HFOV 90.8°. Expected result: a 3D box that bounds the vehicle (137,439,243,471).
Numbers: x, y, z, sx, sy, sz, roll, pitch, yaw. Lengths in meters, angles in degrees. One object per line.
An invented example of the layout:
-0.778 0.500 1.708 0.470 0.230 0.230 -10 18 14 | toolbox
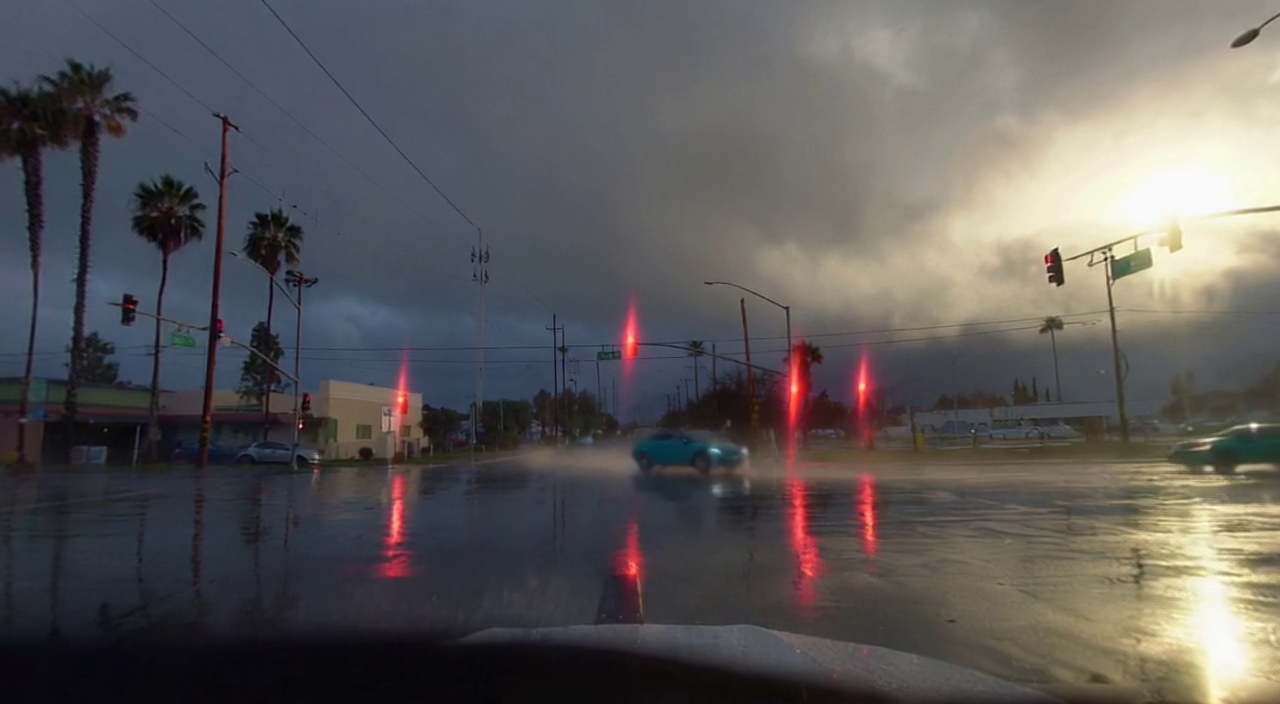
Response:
-25.889 5.931 36.469 4.613 1.820 2.021 -1 -9 3 | vehicle

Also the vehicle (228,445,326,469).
-22.276 6.433 38.857 4.849 1.444 1.881 0 -8 1 | vehicle

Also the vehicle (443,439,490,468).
-11.936 6.998 43.749 2.016 1.717 4.287 -1 -6 1 | vehicle

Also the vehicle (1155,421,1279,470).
20.035 3.007 20.356 4.918 1.479 1.897 -1 -9 9 | vehicle

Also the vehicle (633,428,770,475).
2.043 3.557 22.785 2.223 1.490 5.094 5 -10 -32 | vehicle
